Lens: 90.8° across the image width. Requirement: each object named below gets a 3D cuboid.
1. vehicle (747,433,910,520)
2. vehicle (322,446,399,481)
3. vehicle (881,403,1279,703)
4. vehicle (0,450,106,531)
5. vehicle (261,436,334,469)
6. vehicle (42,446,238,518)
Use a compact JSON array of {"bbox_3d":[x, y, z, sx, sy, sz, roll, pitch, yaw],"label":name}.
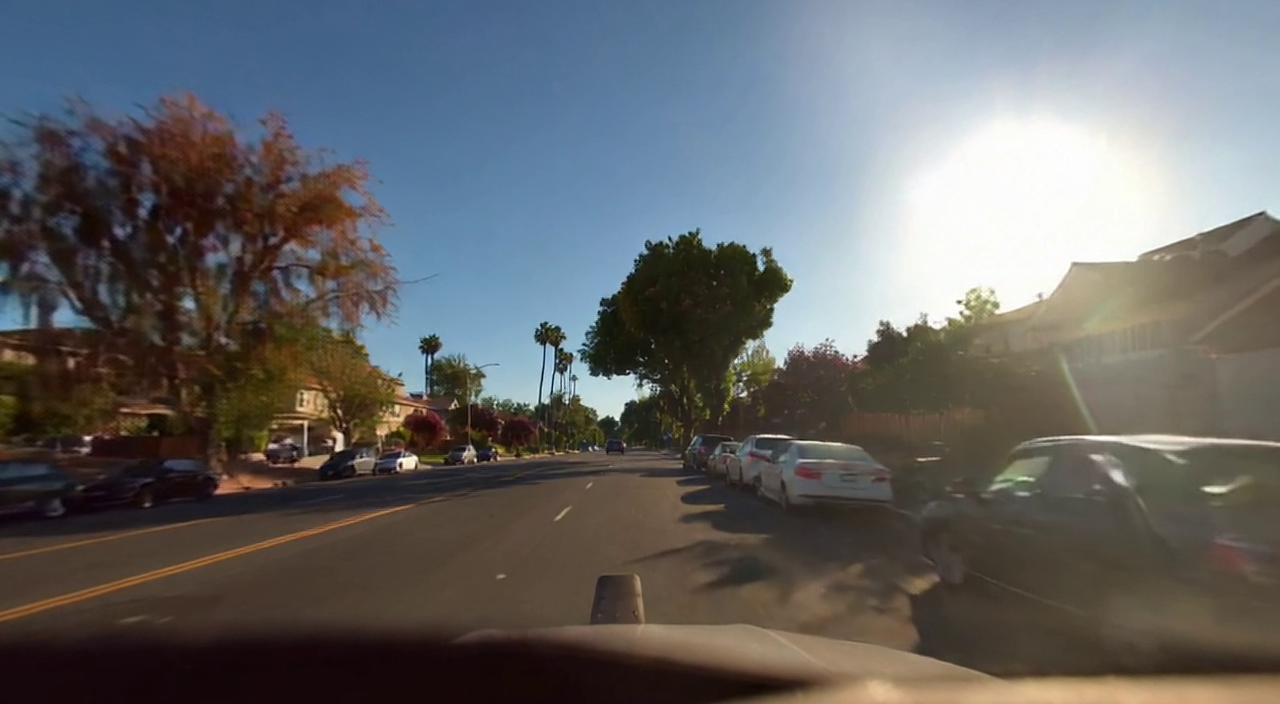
[{"bbox_3d":[3.646,2.500,13.238,1.888,1.480,4.653,0,-9,-1],"label":"vehicle"},{"bbox_3d":[-13.801,5.517,31.504,1.970,1.525,4.420,0,-8,-2],"label":"vehicle"},{"bbox_3d":[3.619,1.234,4.452,2.083,1.449,4.578,0,-9,1],"label":"vehicle"},{"bbox_3d":[-13.460,2.781,12.479,1.899,1.474,4.529,-1,-7,-1],"label":"vehicle"},{"bbox_3d":[-20.948,6.157,38.885,1.957,1.871,4.515,0,-9,0],"label":"vehicle"},{"bbox_3d":[-13.627,3.511,17.668,1.876,1.610,4.467,-1,-7,-1],"label":"vehicle"}]
